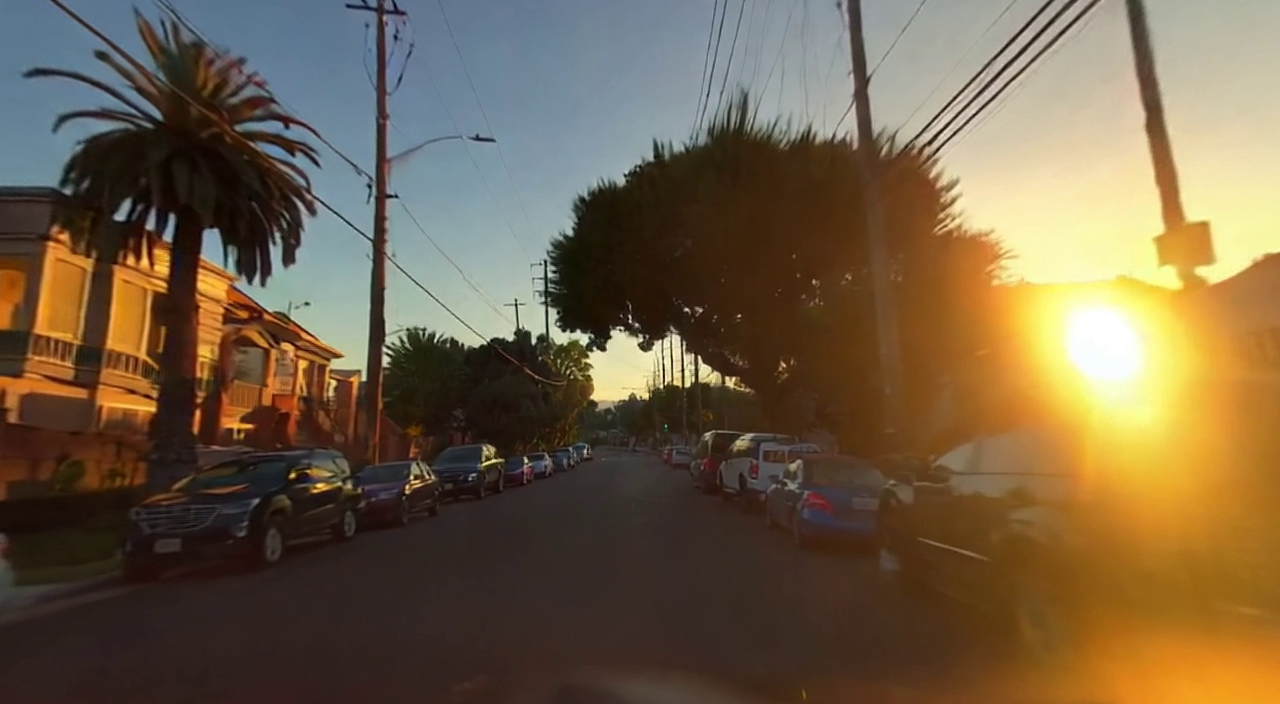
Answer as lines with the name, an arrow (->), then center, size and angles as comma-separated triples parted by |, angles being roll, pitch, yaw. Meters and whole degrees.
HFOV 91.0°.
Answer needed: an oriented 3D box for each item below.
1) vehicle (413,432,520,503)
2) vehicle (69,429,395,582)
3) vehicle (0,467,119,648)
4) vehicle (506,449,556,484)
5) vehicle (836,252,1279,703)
vehicle -> -6.138, 4.143, 23.230 | 2.281, 2.248, 5.873 | 0, -8, 0
vehicle -> -6.226, 2.335, 10.632 | 2.349, 1.952, 4.848 | 0, -8, -2
vehicle -> -6.262, 1.566, 4.067 | 1.874, 1.449, 4.622 | 0, -8, -1
vehicle -> -6.460, 6.780, 37.663 | 2.131, 1.777, 4.783 | -3, -8, -1
vehicle -> 3.091, 0.968, 3.938 | 2.182, 1.964, 4.796 | 0, -8, 0
